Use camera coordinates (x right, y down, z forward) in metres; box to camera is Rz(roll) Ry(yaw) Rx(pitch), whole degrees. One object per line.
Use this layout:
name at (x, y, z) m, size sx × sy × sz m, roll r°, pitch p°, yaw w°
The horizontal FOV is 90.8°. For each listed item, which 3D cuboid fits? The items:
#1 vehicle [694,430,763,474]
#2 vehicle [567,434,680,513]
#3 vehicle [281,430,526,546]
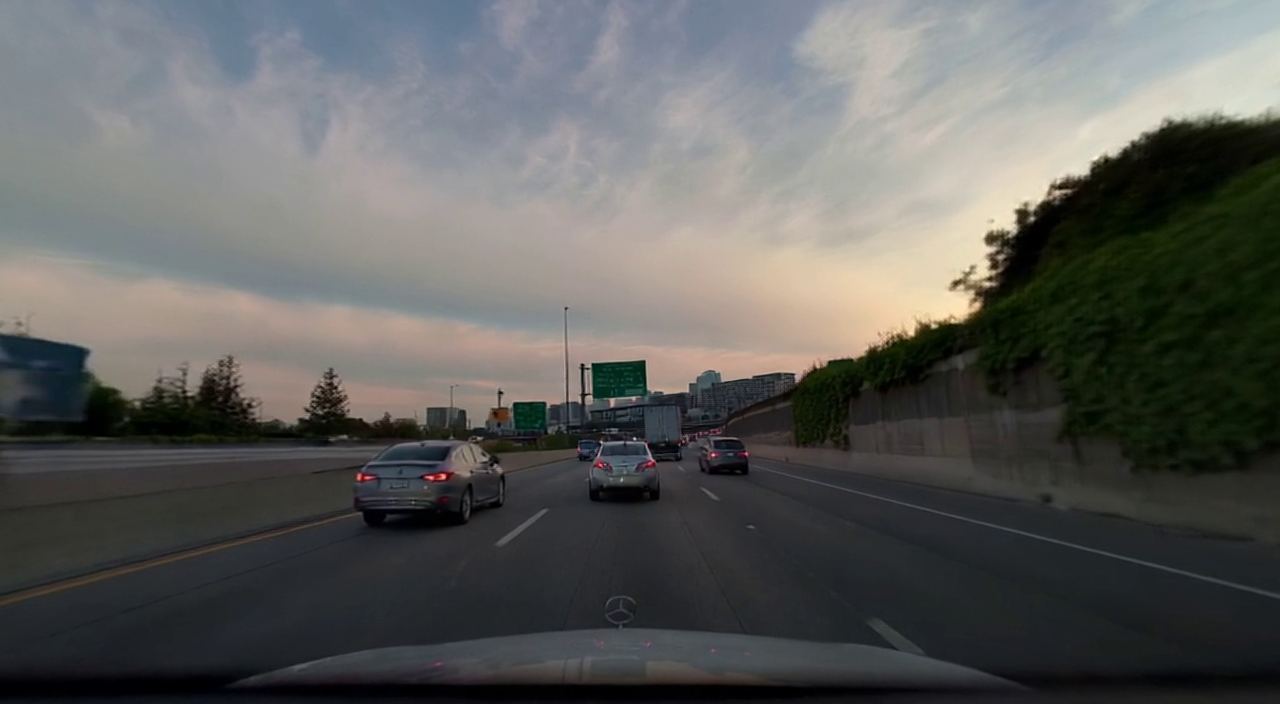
vehicle at (3.595, 4.211, 26.651) m, size 2.166 × 1.666 × 4.618 m, roll 0°, pitch -9°, yaw -1°
vehicle at (-0.287, 2.598, 13.966) m, size 2.136 × 1.470 × 3.971 m, roll 0°, pitch -9°, yaw 1°
vehicle at (-3.527, 2.151, 10.753) m, size 2.130 × 1.474 × 5.027 m, roll -1°, pitch -9°, yaw 1°
